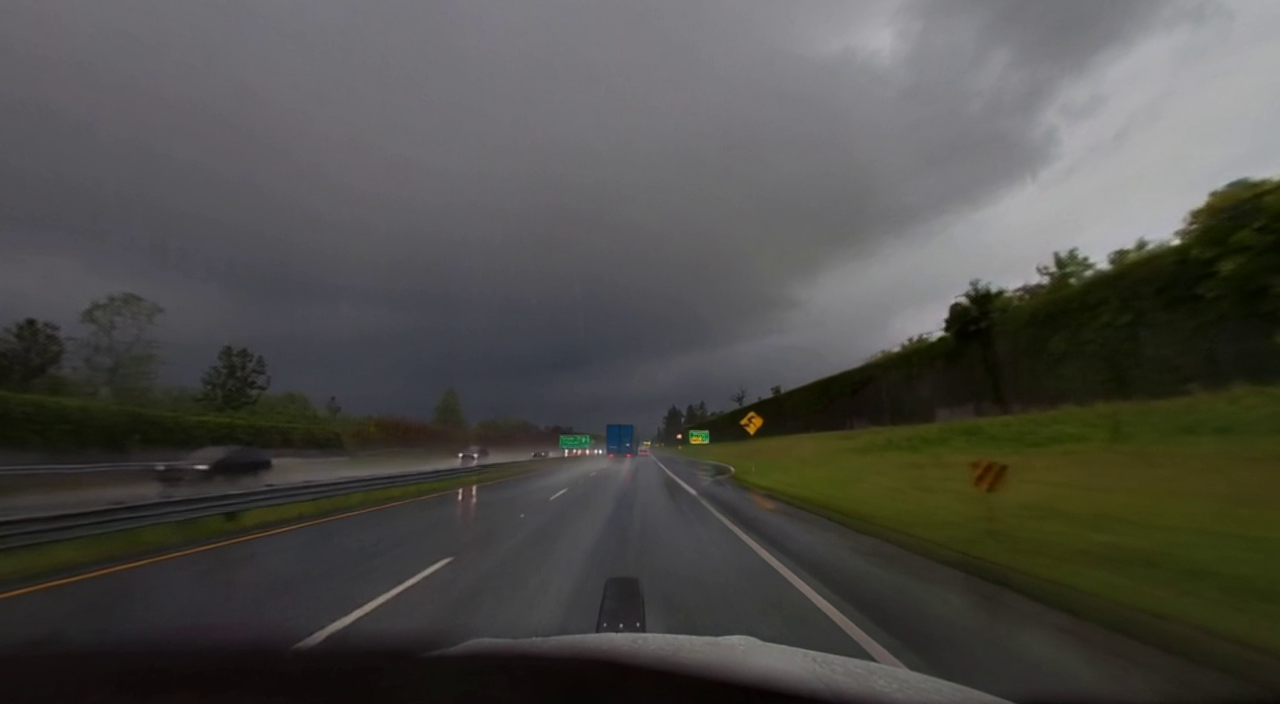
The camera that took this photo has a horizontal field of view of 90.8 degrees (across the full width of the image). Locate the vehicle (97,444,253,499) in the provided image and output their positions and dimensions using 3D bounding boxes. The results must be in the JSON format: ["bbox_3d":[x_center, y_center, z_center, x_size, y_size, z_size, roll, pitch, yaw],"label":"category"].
[{"bbox_3d":[-15.606,4.010,21.554,1.997,1.664,4.385,0,-9,0],"label":"vehicle"}]

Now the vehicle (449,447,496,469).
[{"bbox_3d":[-12.049,7.667,45.776,2.108,1.493,4.427,0,-9,1],"label":"vehicle"}]
